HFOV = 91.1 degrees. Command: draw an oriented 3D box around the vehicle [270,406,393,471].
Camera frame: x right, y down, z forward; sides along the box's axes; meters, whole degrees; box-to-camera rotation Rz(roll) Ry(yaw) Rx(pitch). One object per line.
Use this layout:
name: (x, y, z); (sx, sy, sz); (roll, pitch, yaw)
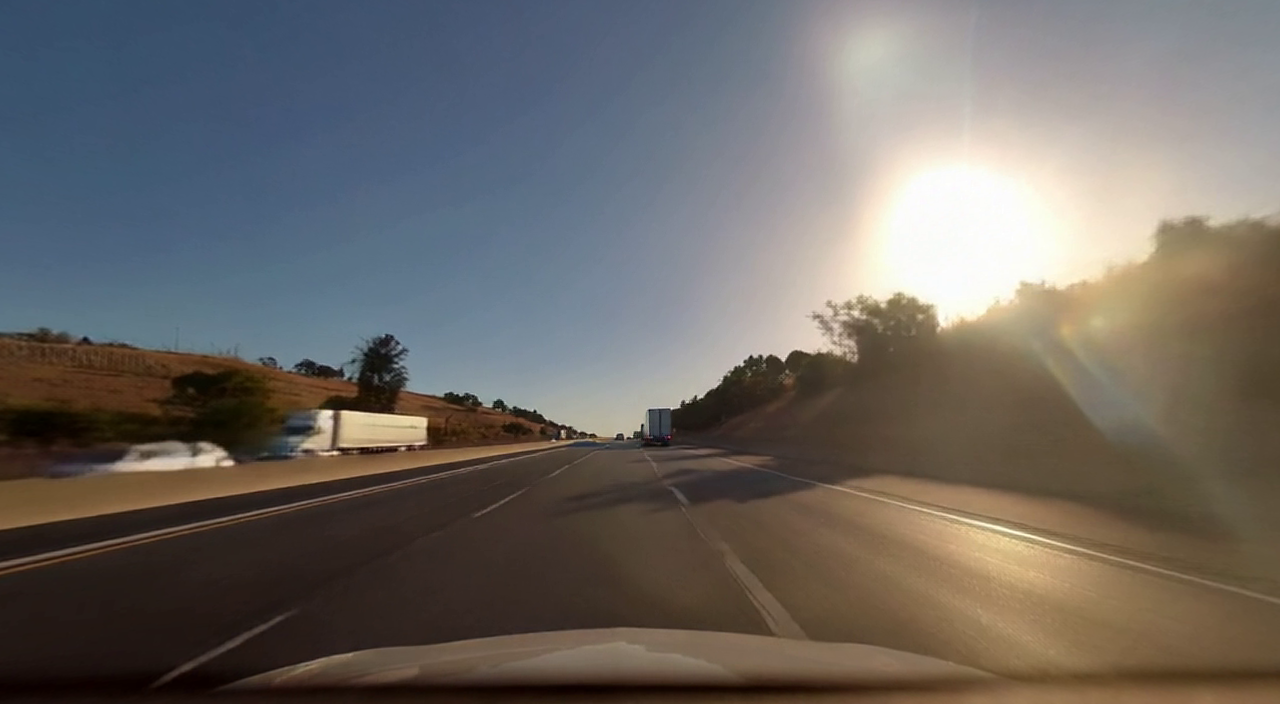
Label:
vehicle: (-20.091, 5.766, 41.975); (3.021, 3.806, 10.448); (0, -8, -1)
